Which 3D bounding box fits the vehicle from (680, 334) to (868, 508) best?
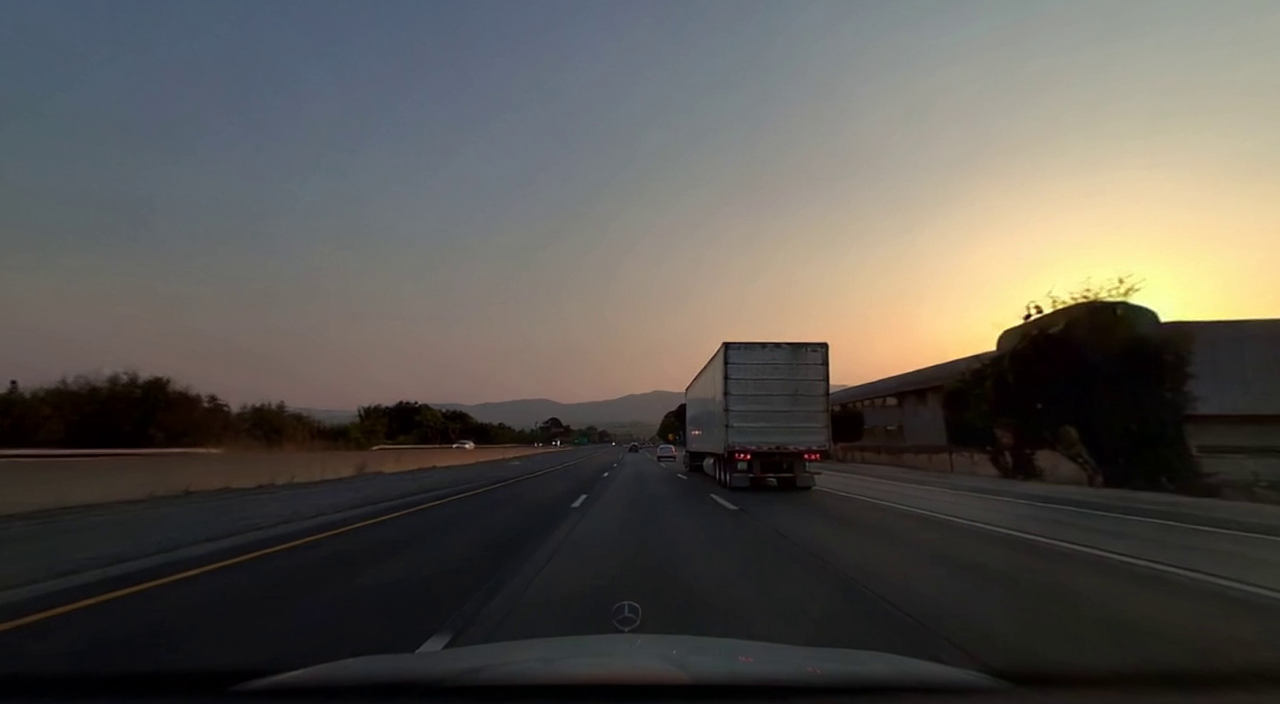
[{"bbox_3d":[3.720,2.861,23.317,3.462,4.177,16.311,0,-9,0],"label":"vehicle"}]
